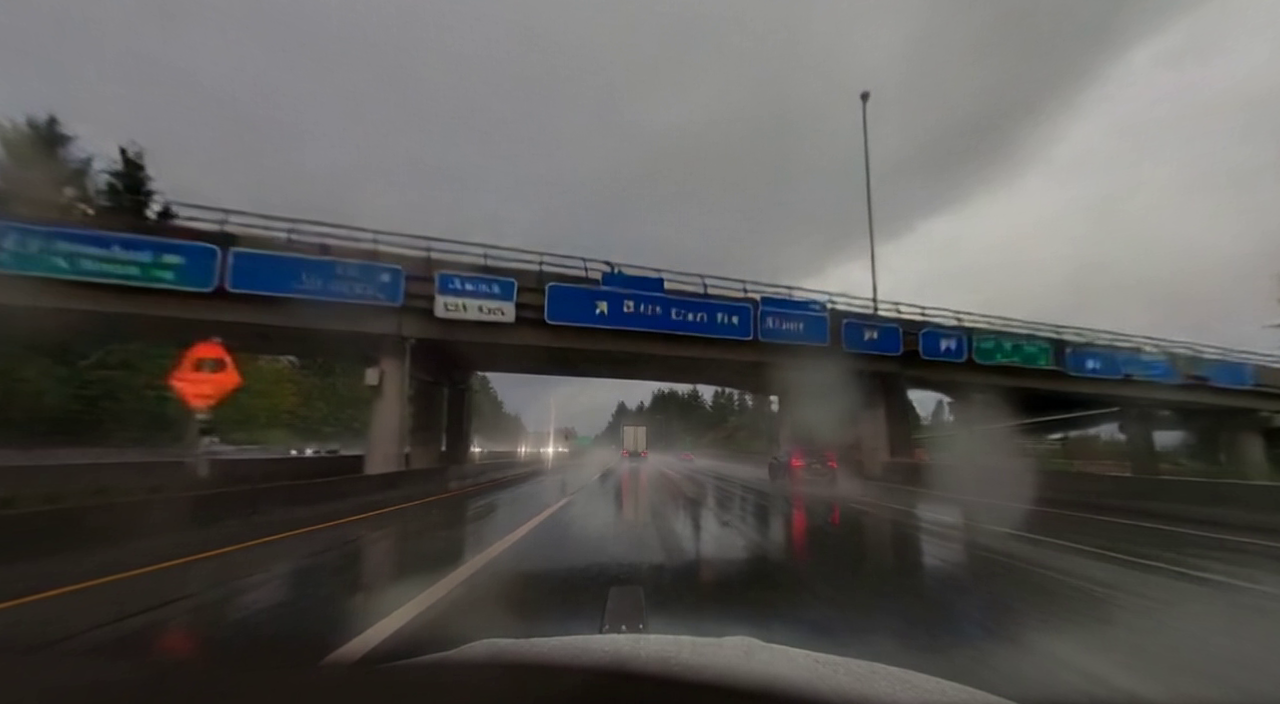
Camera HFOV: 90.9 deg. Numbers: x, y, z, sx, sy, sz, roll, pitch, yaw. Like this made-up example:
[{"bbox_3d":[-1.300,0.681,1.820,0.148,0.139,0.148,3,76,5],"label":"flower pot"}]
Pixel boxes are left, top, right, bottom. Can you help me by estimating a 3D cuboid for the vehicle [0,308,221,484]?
[{"bbox_3d":[-15.830,0.932,13.825,2.913,3.891,14.844,0,-9,1],"label":"vehicle"}]
